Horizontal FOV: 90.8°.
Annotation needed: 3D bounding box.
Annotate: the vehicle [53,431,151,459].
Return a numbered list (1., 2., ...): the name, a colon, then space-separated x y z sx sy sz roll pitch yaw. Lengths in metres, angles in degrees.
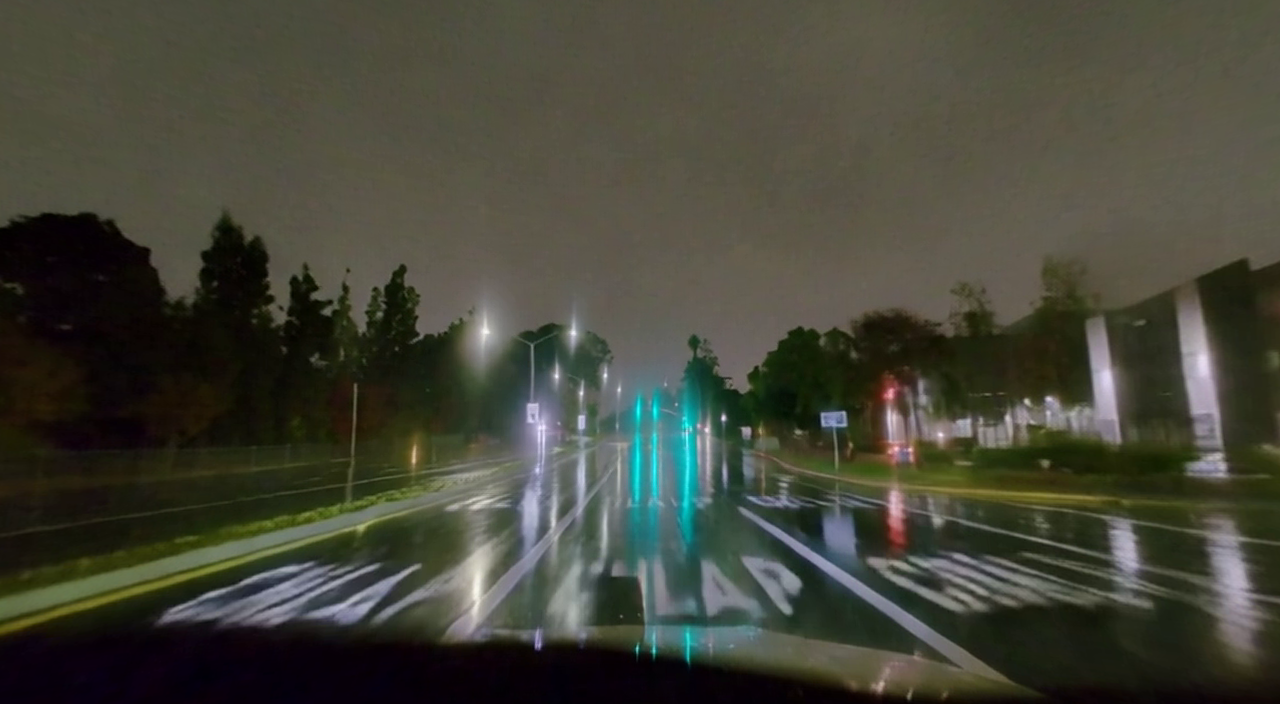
1. vehicle: -33.539 5.826 39.462 4.322 1.564 2.204 0 -10 8
